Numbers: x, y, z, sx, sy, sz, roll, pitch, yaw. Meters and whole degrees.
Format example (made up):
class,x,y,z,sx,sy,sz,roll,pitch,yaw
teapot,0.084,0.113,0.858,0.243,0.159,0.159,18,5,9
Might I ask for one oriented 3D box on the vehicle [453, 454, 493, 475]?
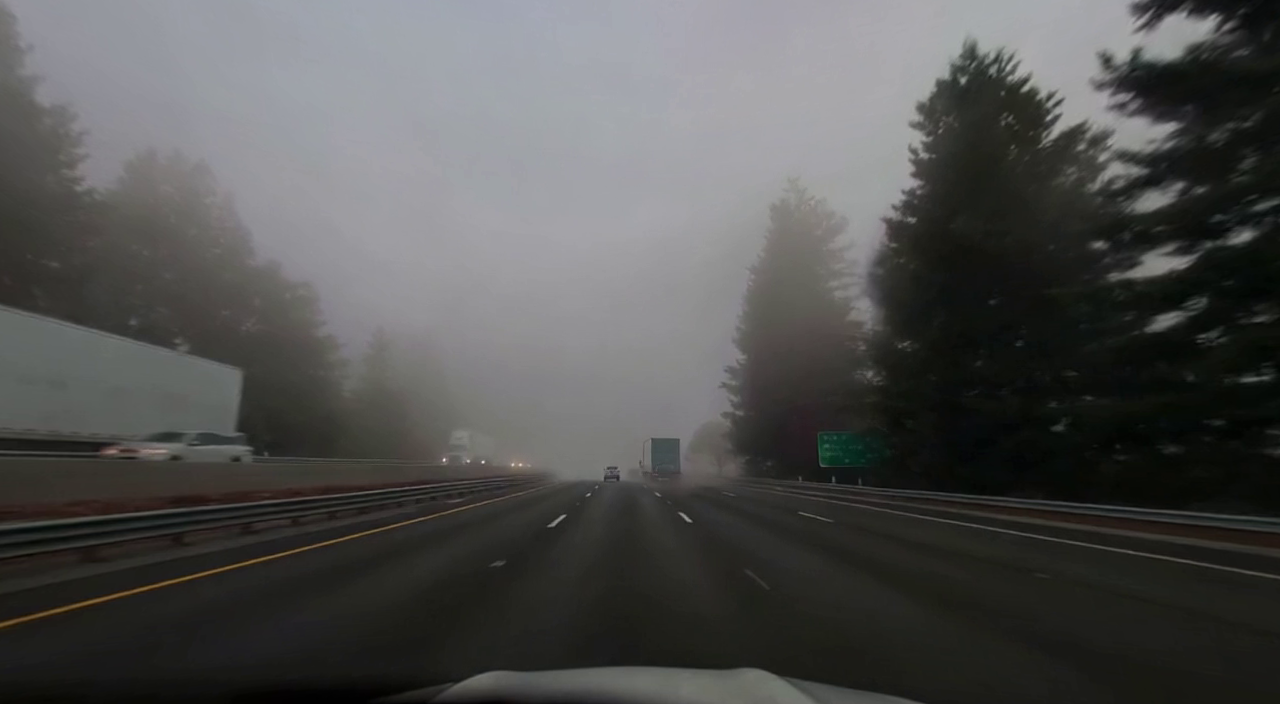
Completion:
class,x,y,z,sx,sy,sz,roll,pitch,yaw
vehicle,-12.767,8.667,48.480,1.949,1.465,4.211,1,-11,-1

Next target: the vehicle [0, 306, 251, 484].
class,x,y,z,sx,sy,sz,roll,pitch,yaw
vehicle,-16.088,1.365,16.515,2.841,3.975,14.213,1,-11,-1

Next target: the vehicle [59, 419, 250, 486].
class,x,y,z,sx,sy,sz,roll,pitch,yaw
vehicle,-12.309,2.659,16.392,1.741,1.478,4.057,1,-11,-1
